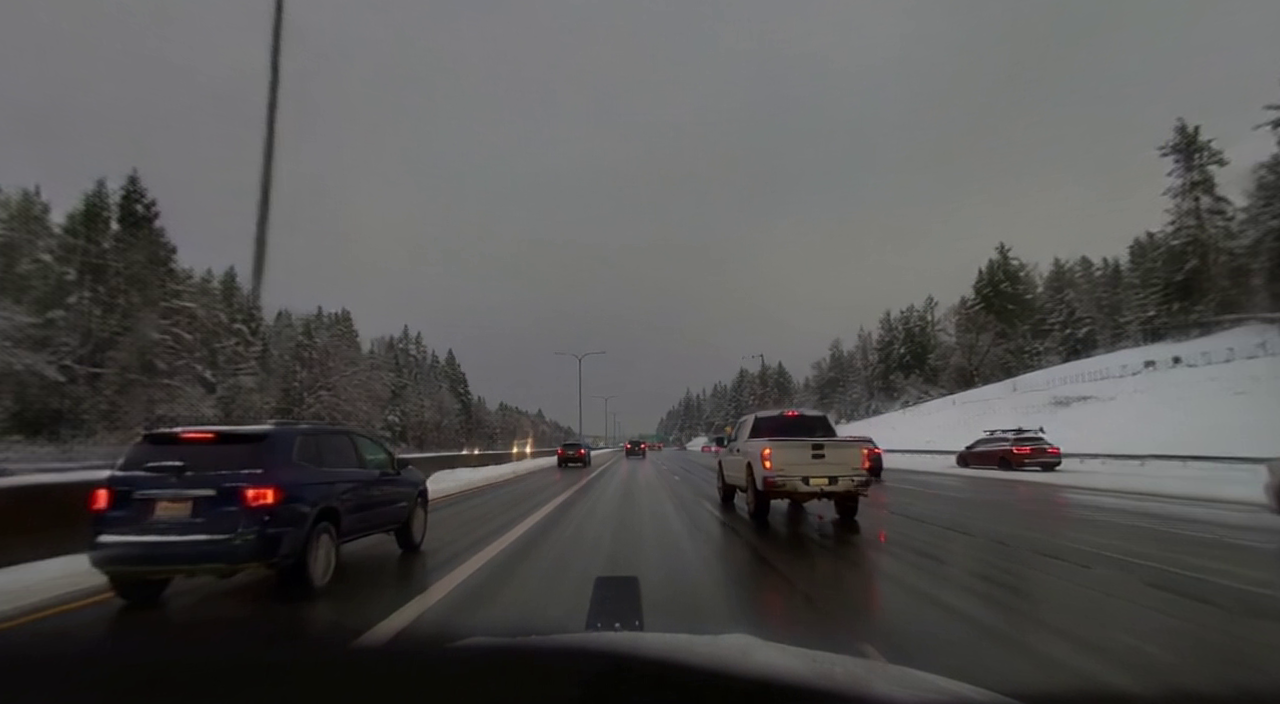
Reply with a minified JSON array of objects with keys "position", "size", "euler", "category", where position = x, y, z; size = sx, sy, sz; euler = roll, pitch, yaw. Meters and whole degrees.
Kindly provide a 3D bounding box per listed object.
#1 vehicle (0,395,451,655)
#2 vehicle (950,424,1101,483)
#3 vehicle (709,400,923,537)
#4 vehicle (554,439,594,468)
[{"position":[-3.610,1.436,6.307],"size":[2.119,1.654,4.353],"euler":[0,-8,0],"category":"vehicle"},{"position":[13.144,3.514,22.013],"size":[2.076,1.799,4.871],"euler":[0,-8,-1],"category":"vehicle"},{"position":[2.729,2.019,11.576],"size":[2.200,1.870,5.649],"euler":[0,-8,-1],"category":"vehicle"},{"position":[-3.933,6.130,38.364],"size":[1.992,1.651,4.185],"euler":[0,-8,0],"category":"vehicle"}]
